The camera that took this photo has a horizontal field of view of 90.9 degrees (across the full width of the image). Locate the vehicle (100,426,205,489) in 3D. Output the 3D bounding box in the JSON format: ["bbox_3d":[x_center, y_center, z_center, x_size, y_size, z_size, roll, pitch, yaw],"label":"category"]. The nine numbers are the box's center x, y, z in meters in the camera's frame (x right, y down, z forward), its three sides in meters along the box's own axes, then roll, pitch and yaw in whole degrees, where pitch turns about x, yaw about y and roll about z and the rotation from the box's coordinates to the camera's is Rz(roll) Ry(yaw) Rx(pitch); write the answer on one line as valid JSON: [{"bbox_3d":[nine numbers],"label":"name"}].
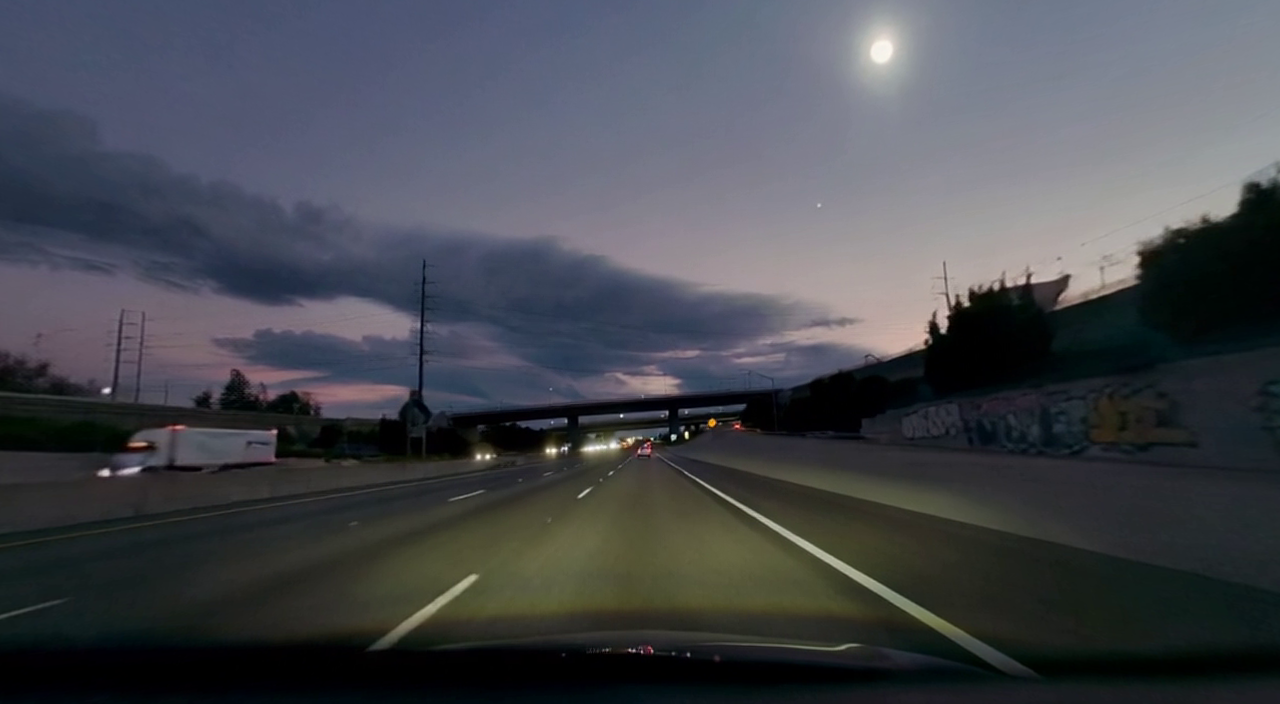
[{"bbox_3d":[-33.281,7.190,43.330,2.901,3.943,6.001,1,-9,-9],"label":"vehicle"}]
